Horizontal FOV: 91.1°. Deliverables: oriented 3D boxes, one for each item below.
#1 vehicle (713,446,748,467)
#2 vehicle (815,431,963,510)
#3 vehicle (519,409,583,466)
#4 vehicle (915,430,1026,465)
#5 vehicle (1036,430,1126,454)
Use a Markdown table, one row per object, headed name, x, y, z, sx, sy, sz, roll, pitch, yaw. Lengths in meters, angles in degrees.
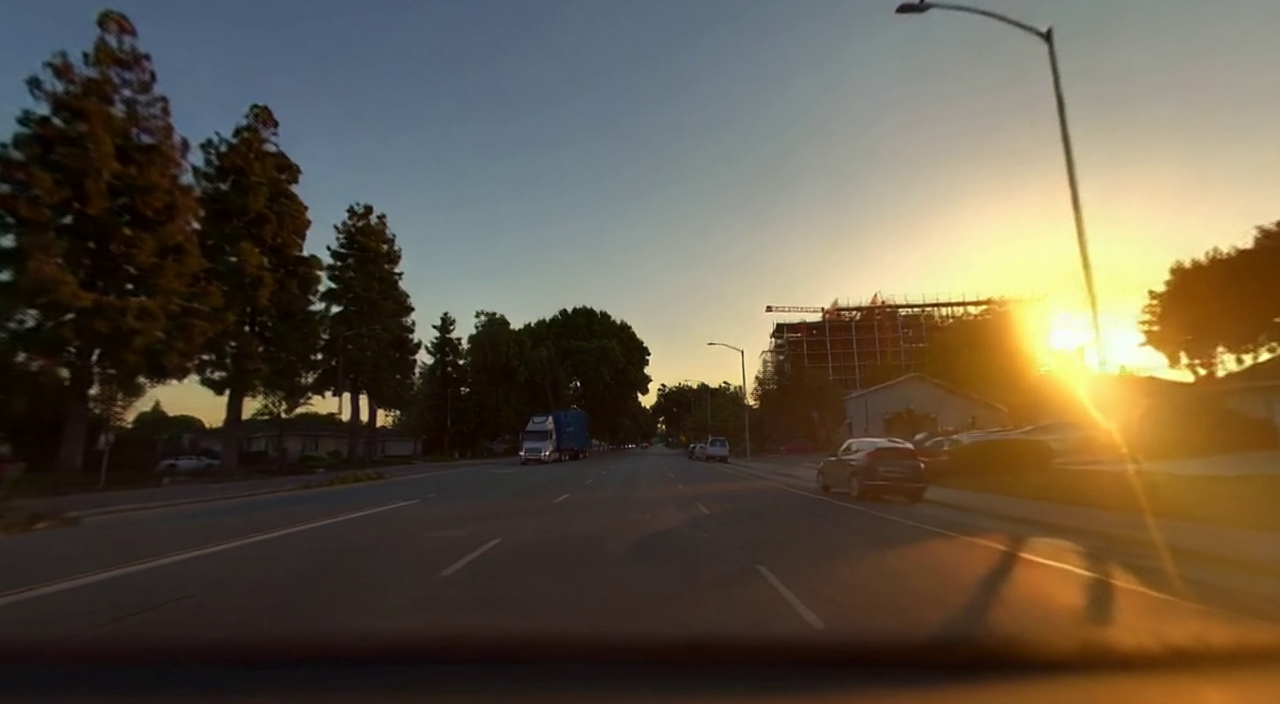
| name | x | y | z | sx | sy | sz | roll | pitch | yaw |
| --- | --- | --- | --- | --- | --- | --- | --- | --- | --- |
| vehicle | 6.881 | 7.990 | 48.158 | 1.933 | 1.488 | 4.736 | 0 | -8 | 0 |
| vehicle | 6.708 | 3.227 | 17.659 | 2.169 | 1.880 | 4.849 | 0 | -9 | 0 |
| vehicle | -6.722 | 6.748 | 49.247 | 3.071 | 3.982 | 10.729 | 0 | -8 | 2 |
| vehicle | 16.595 | 4.818 | 31.646 | 4.422 | 1.677 | 2.004 | 0 | -9 | -1 |
| vehicle | 29.544 | 6.026 | 42.145 | 4.455 | 1.607 | 1.950 | 0 | -7 | 2 |
